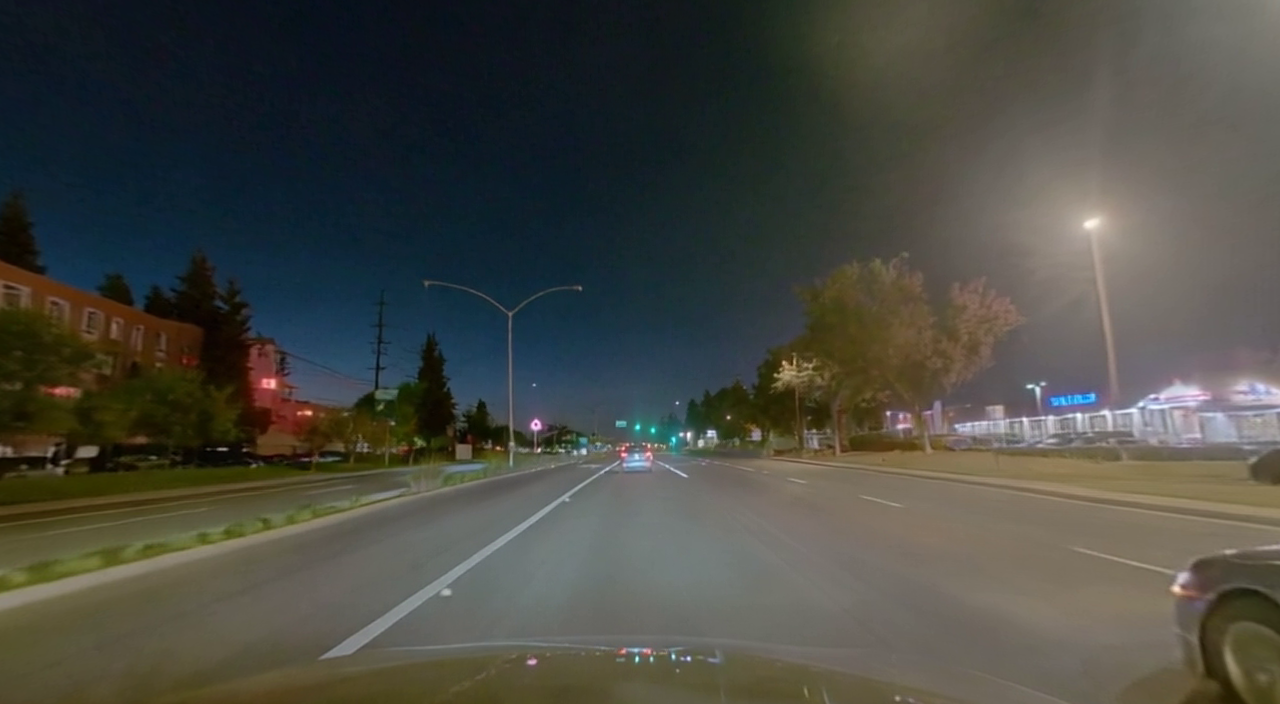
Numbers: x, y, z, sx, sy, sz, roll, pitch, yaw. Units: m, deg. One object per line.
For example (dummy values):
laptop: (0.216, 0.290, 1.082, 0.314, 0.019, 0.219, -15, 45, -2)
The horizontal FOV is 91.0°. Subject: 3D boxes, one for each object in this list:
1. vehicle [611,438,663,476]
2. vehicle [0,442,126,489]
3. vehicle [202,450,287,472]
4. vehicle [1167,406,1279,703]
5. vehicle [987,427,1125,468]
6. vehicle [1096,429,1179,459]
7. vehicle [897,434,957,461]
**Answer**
vehicle: (-0.147, 4.378, 26.411, 1.998, 1.452, 3.773, 0, -8, -1)
vehicle: (-26.918, 5.254, 29.275, 4.087, 1.755, 2.304, -5, -9, 1)
vehicle: (-27.605, 7.588, 44.024, 4.644, 1.437, 1.827, 0, -8, -2)
vehicle: (3.753, 0.680, 0.750, 2.153, 1.456, 4.705, 0, -8, 0)
vehicle: (17.095, 3.939, 26.014, 4.224, 1.614, 2.028, 0, -8, -1)
vehicle: (32.523, 6.041, 41.336, 1.933, 1.830, 4.282, 0, -8, 1)
vehicle: (19.034, 6.341, 41.953, 1.894, 1.706, 4.583, 0, -8, 1)
